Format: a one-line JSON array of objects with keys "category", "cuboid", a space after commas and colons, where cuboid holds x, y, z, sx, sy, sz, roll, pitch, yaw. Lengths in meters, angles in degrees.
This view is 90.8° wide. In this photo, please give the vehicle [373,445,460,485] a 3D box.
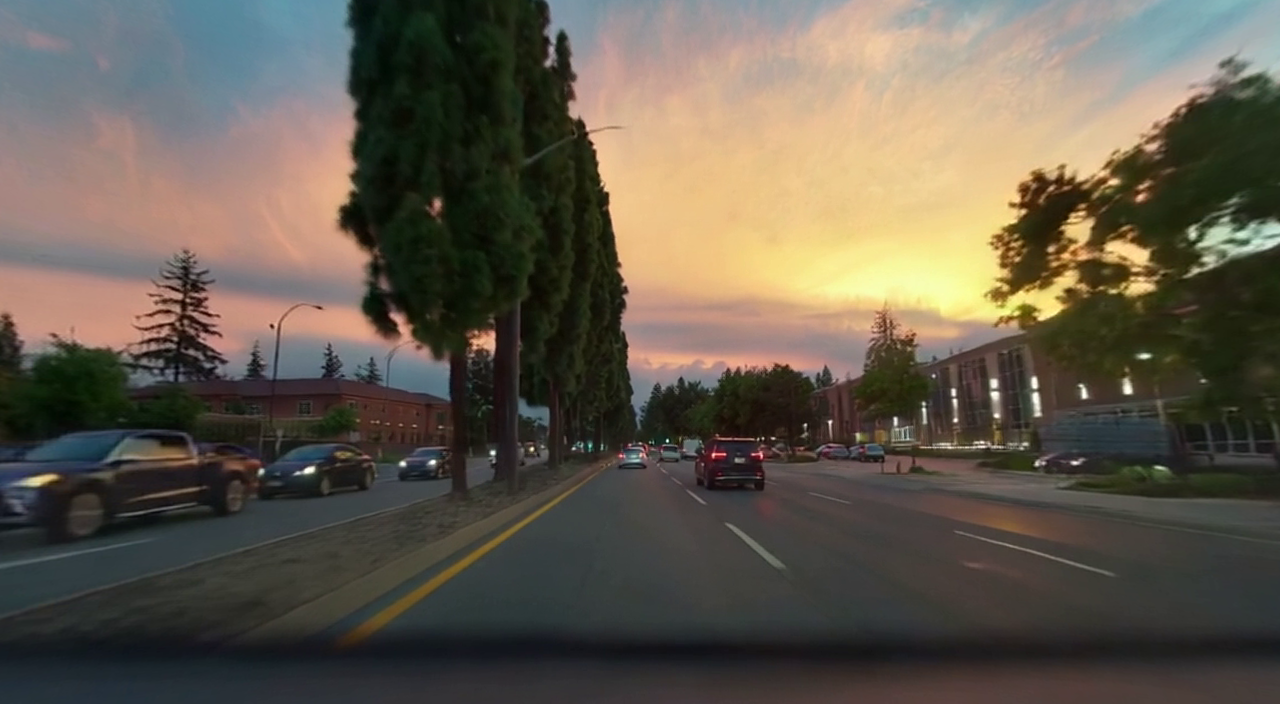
[{"category": "vehicle", "cuboid": [-9.070, 4.593, 26.020, 1.938, 1.464, 4.340, 0, -9, 1]}]

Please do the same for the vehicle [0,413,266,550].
[{"category": "vehicle", "cuboid": [-9.008, 2.113, 10.984, 2.024, 1.822, 4.824, 0, -9, 0]}]

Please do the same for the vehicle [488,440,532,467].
[{"category": "vehicle", "cuboid": [-9.483, 7.472, 46.539, 2.165, 1.863, 4.880, 0, -9, 0]}]

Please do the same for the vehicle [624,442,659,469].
[{"category": "vehicle", "cuboid": [0.054, 6.576, 40.293, 2.145, 1.572, 4.021, 0, -9, -1]}]

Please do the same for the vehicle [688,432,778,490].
[{"category": "vehicle", "cuboid": [3.103, 3.795, 22.252, 2.235, 1.806, 4.818, 0, -9, -2]}]

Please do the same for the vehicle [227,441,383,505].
[{"category": "vehicle", "cuboid": [-8.871, 3.214, 17.230, 1.864, 1.500, 4.294, 0, -9, 0]}]
